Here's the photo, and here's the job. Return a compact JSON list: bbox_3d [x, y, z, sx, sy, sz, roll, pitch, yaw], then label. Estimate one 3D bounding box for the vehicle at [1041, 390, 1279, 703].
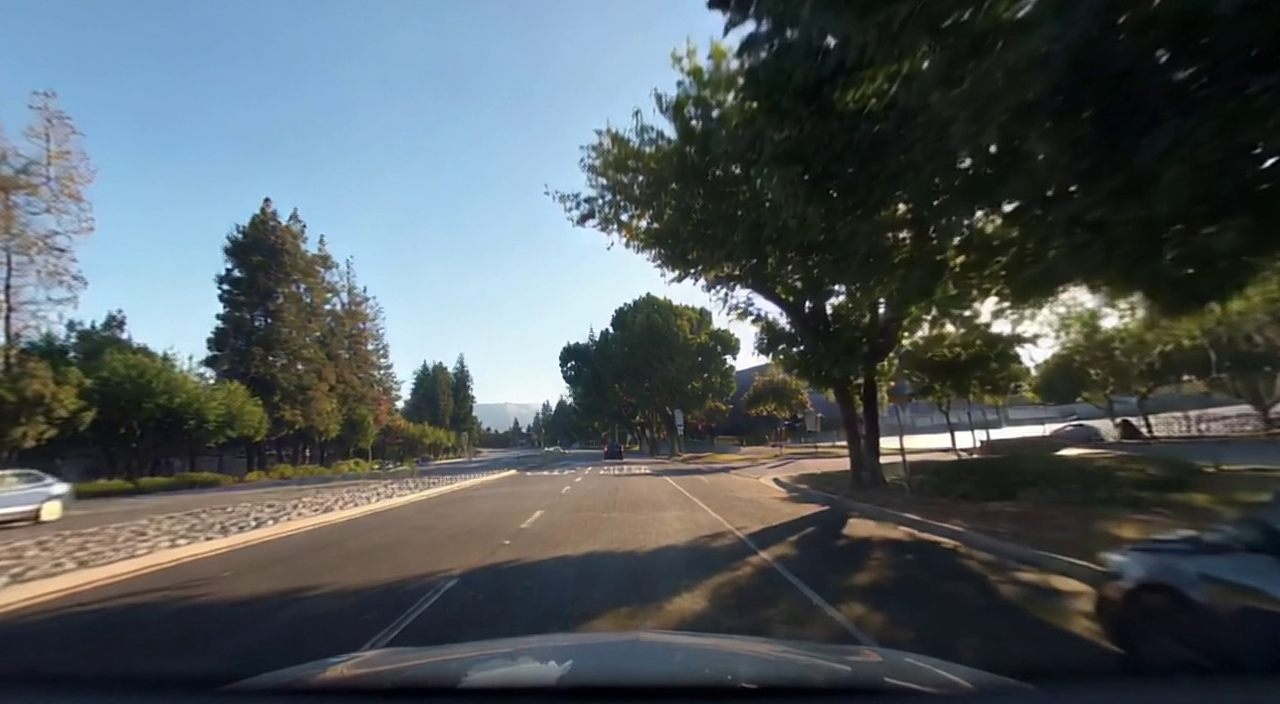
[{"bbox_3d":[3.446,0.791,1.601,1.989,1.504,4.342,0,-8,0],"label":"vehicle"}]
